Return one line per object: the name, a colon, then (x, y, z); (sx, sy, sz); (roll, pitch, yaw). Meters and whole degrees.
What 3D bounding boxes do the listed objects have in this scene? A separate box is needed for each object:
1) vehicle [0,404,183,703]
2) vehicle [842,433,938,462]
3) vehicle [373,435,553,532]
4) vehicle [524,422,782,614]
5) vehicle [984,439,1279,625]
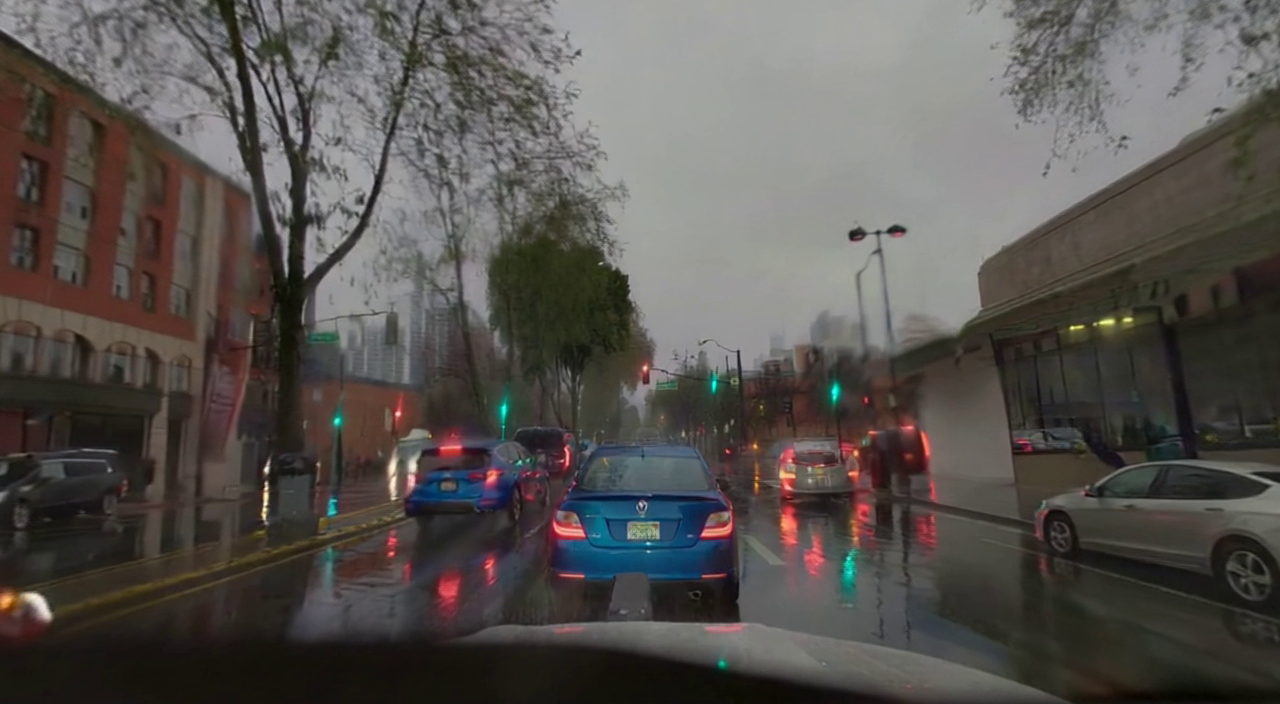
vehicle: (-3.093, 0.703, 0.590); (1.970, 1.492, 4.534); (0, -9, -1)
vehicle: (16.381, 6.266, 41.514); (5.345, 1.811, 2.175); (0, -9, -1)
vehicle: (-3.023, 2.353, 11.863); (2.131, 1.486, 4.089); (0, -9, 1)
vehicle: (0.088, 1.580, 6.817); (2.022, 1.481, 3.564); (0, -9, 0)
vehicle: (5.982, 1.704, 6.878); (1.873, 1.453, 4.579); (0, -9, 0)
